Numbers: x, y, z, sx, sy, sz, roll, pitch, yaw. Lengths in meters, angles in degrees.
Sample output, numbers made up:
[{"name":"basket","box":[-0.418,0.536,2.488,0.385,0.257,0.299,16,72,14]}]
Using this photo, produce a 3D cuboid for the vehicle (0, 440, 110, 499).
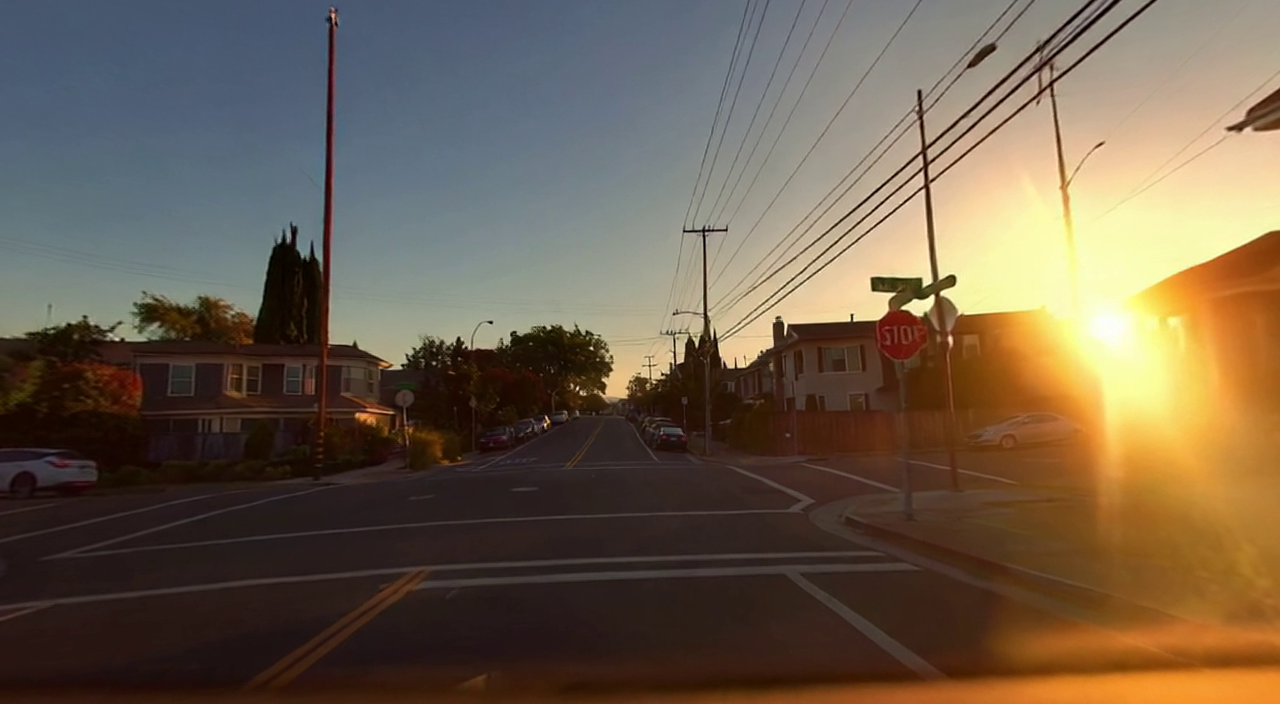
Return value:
[{"name":"vehicle","box":[-19.807,3.679,19.920,4.181,1.742,1.945,1,-9,-11]}]

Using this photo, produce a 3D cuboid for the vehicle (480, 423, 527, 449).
[{"name":"vehicle","box":[-8.529,5.332,39.815,2.065,1.553,4.636,0,-8,-2]}]

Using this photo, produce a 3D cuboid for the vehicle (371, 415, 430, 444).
[{"name":"vehicle","box":[-14.547,4.802,38.698,1.992,1.678,4.658,0,-8,-3]}]

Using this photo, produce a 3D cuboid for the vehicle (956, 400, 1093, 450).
[{"name":"vehicle","box":[17.075,3.309,28.154,4.985,2.088,2.141,2,-9,-13]}]

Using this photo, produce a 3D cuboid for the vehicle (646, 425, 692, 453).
[{"name":"vehicle","box":[1.557,4.939,35.678,2.120,1.487,4.360,0,-8,-4]}]
